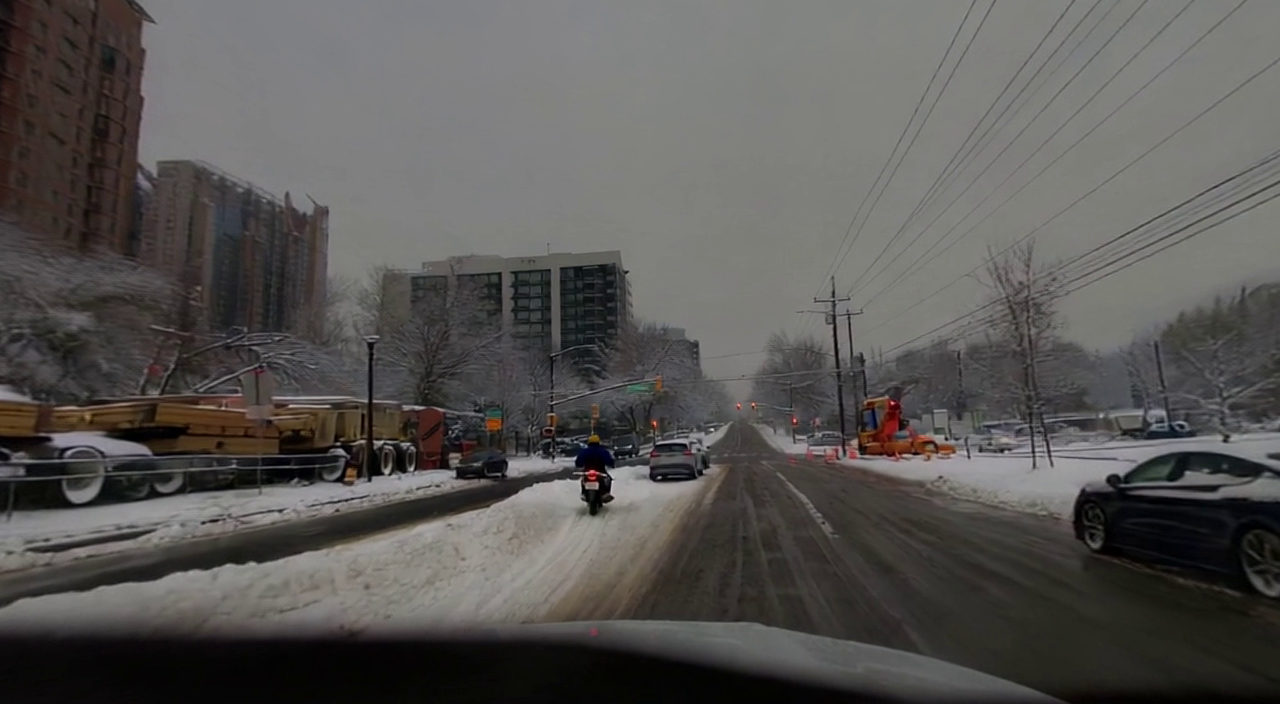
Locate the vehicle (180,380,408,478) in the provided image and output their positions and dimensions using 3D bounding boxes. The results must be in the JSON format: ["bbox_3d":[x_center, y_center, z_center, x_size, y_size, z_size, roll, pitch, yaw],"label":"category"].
[{"bbox_3d":[-13.742,3.334,26.712,2.996,3.170,10.153,-5,-8,7],"label":"vehicle"}]

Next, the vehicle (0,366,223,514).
[{"bbox_3d":[-15.106,2.176,15.476,2.990,3.144,9.080,-1,-8,5],"label":"vehicle"}]

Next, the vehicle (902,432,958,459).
[{"bbox_3d":[20.008,6.508,43.841,1.918,1.732,4.650,-1,-8,4],"label":"vehicle"}]

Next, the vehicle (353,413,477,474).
[{"bbox_3d":[-13.074,5.248,38.198,2.970,2.938,11.622,-3,-5,2],"label":"vehicle"}]

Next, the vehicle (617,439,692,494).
[{"bbox_3d":[0.587,3.706,20.856,1.925,1.602,4.090,-2,-9,9],"label":"vehicle"}]

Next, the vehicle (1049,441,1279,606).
[{"bbox_3d":[6.819,1.713,6.914,1.973,1.457,4.522,-1,-8,6],"label":"vehicle"}]
